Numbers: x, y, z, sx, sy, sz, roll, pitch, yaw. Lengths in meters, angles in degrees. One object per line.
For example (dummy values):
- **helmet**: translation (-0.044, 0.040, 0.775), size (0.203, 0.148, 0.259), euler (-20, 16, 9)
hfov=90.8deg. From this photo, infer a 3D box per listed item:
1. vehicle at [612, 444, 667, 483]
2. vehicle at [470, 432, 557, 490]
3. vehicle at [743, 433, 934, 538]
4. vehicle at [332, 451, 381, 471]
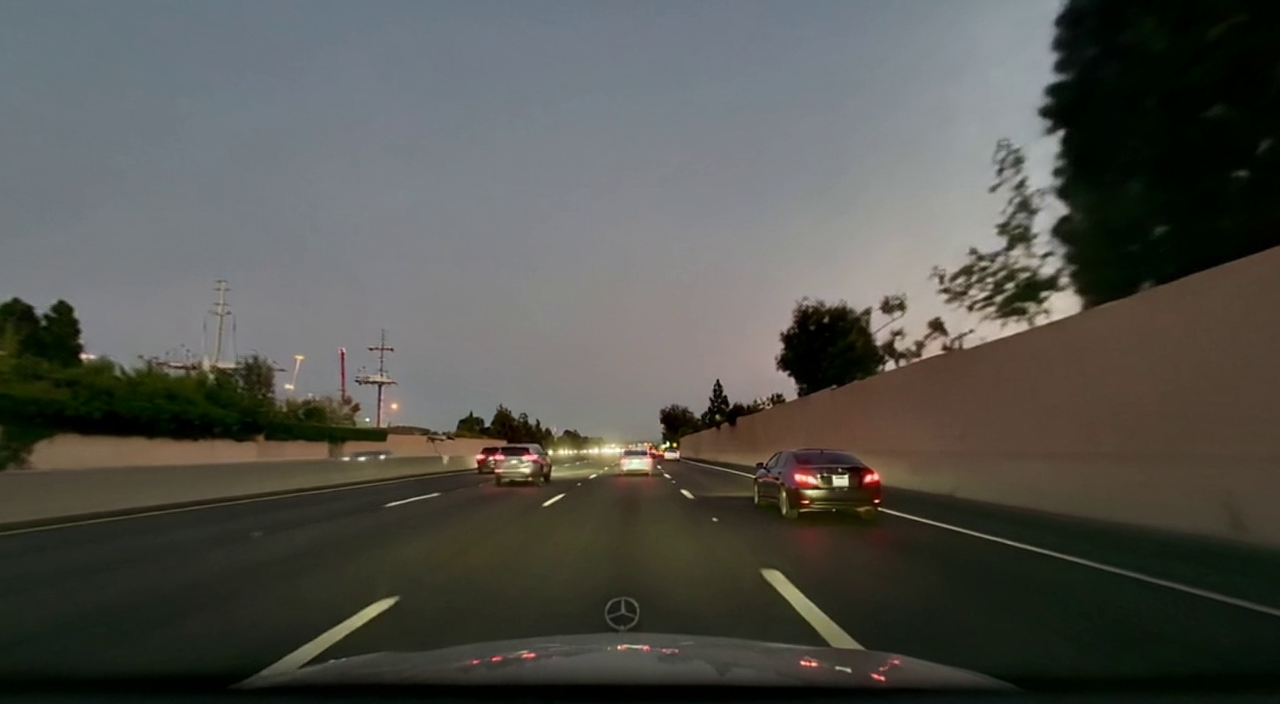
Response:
- **vehicle**: translation (-0.052, 4.476, 25.708), size (2.045, 1.452, 4.040), euler (0, -8, -1)
- **vehicle**: translation (-4.259, 3.740, 22.026), size (2.121, 1.775, 4.335), euler (0, -8, 0)
- **vehicle**: translation (3.285, 2.281, 11.550), size (1.917, 1.507, 4.540), euler (0, -8, -1)
- **vehicle**: translation (-22.202, 8.539, 49.619), size (1.731, 1.441, 4.380), euler (-1, -8, 1)
